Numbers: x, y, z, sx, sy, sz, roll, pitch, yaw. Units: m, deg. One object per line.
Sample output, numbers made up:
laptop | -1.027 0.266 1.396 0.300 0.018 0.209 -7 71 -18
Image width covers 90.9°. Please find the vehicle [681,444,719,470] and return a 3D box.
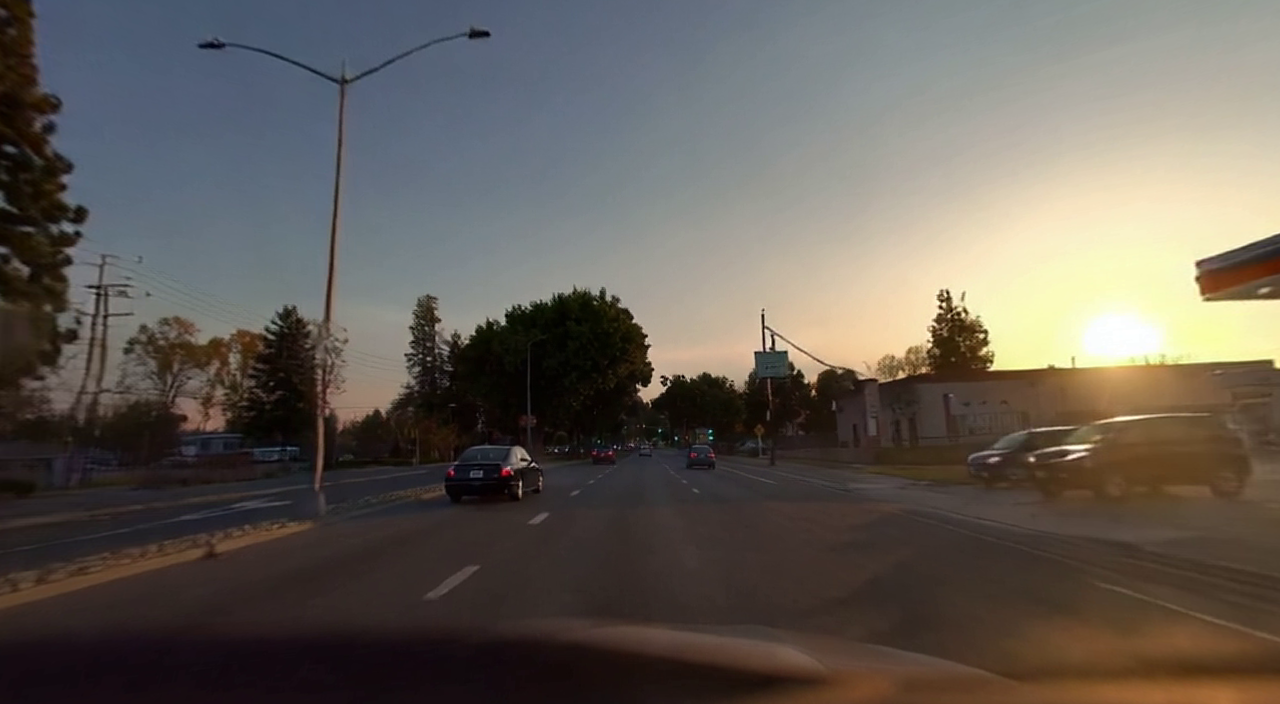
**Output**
vehicle | 3.615 6.366 38.387 1.883 1.465 3.975 0 -8 -1

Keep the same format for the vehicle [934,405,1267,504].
vehicle | 10.603 2.436 15.008 5.931 1.872 2.264 -3 -9 3

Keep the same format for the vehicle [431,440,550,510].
vehicle | -3.485 2.939 15.603 1.803 1.463 4.422 0 -8 1
